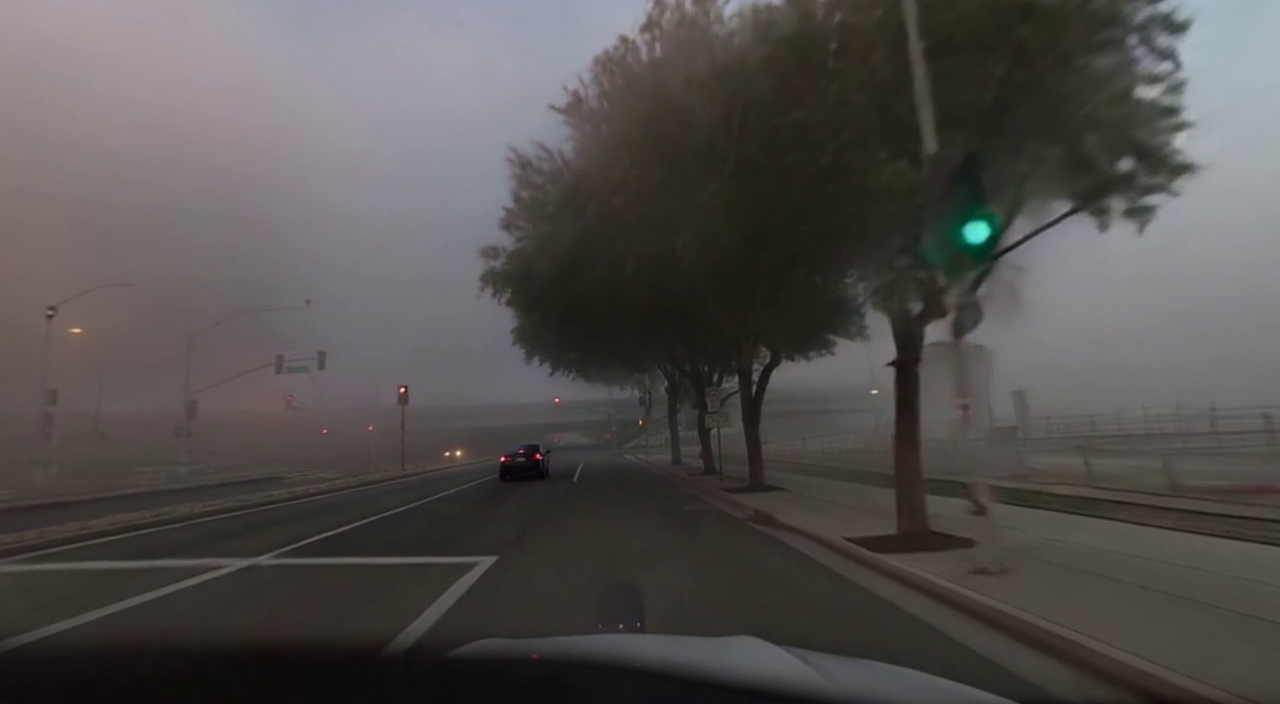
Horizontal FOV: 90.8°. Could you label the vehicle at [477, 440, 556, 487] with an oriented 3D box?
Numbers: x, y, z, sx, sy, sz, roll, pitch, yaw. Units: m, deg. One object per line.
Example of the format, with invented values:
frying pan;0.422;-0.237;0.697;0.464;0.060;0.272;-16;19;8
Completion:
vehicle;-4.375;3.978;23.087;2.154;1.465;4.532;-1;-8;-3
